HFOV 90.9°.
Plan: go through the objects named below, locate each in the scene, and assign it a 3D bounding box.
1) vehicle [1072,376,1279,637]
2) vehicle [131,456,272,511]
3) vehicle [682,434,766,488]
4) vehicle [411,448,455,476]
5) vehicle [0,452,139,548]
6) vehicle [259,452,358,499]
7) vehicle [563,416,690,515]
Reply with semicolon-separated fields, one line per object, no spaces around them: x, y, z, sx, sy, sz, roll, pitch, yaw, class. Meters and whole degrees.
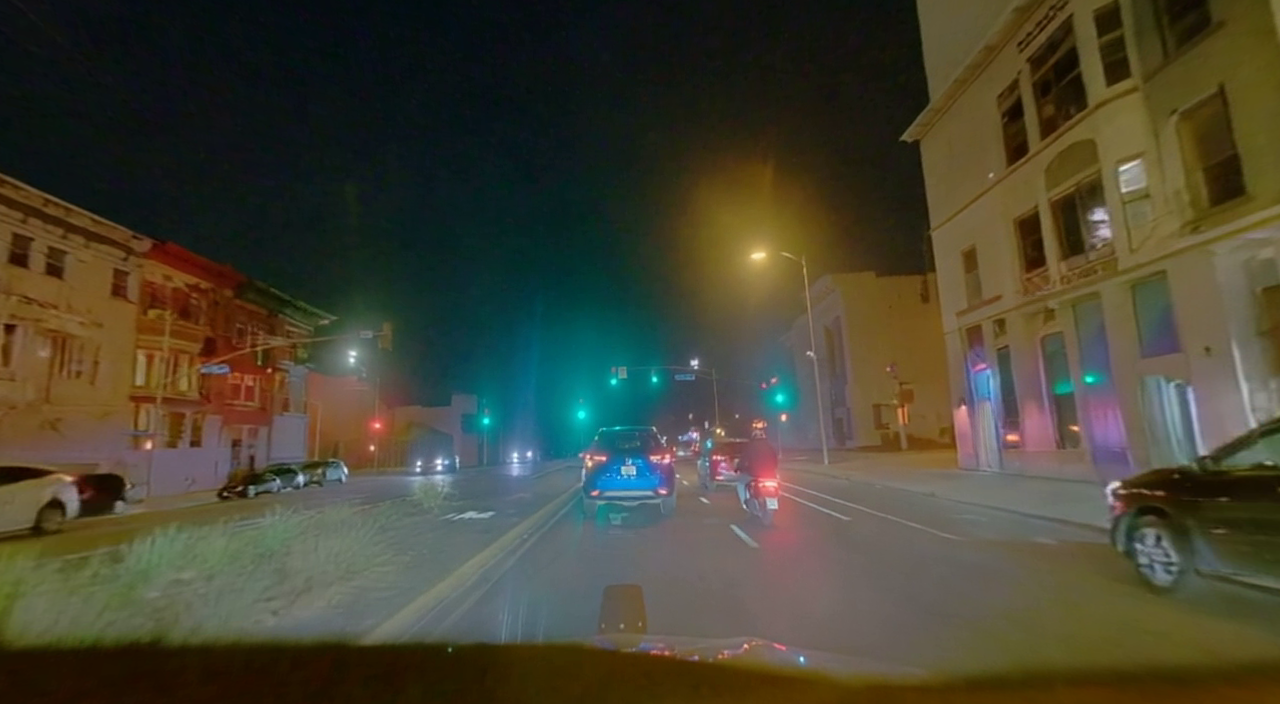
5.245;0.958;3.756;2.030;1.709;4.687;0;-9;1;vehicle
-17.878;5.344;26.133;2.134;1.915;5.317;0;-9;-2;vehicle
2.545;3.468;20.340;2.101;1.507;4.355;0;-9;0;vehicle
-14.518;7.720;44.567;1.871;1.786;4.386;0;-9;-4;vehicle
-13.551;2.994;12.919;2.142;1.826;5.471;0;-9;-1;vehicle
-14.000;5.202;26.998;1.926;1.732;4.635;0;-9;-3;vehicle
-0.233;2.356;13.426;2.265;1.748;4.130;0;-9;0;vehicle
